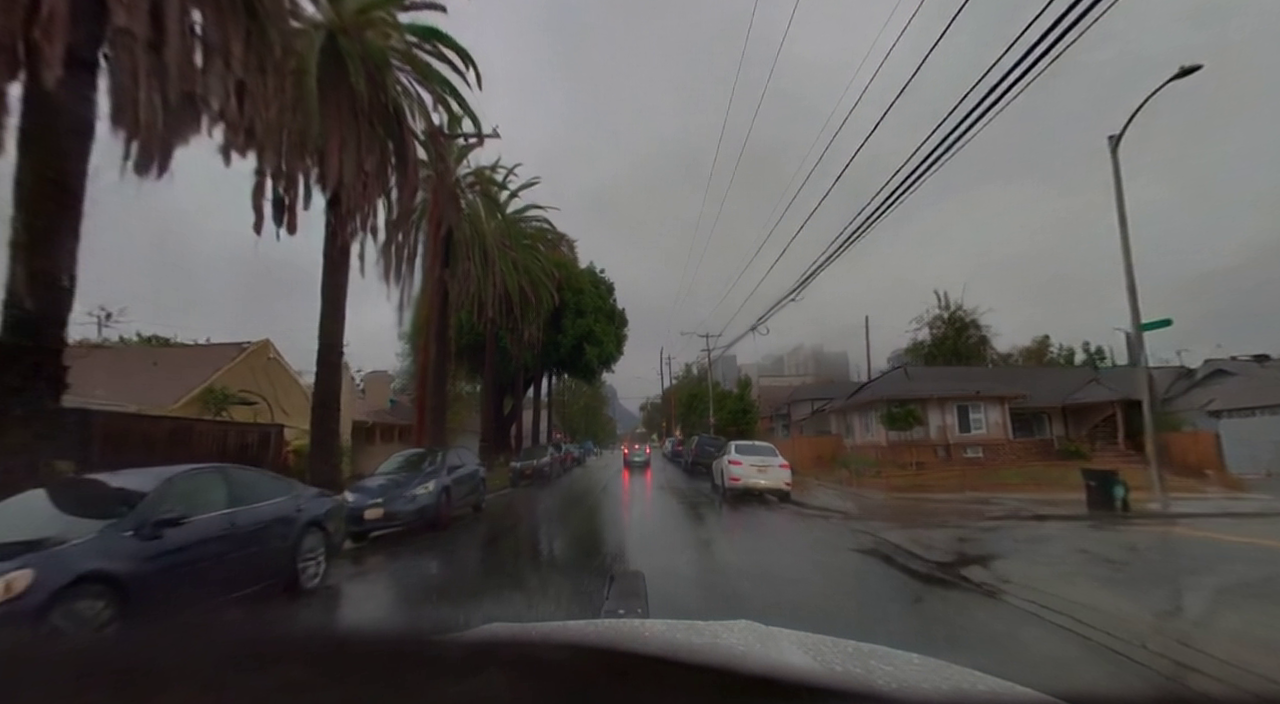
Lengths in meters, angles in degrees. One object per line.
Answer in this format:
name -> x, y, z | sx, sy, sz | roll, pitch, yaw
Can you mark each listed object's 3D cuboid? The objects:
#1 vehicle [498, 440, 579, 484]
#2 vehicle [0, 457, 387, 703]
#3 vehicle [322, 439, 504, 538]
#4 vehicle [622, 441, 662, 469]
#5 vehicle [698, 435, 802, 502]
vehicle -> -3.938, 4.423, 25.656 | 2.130, 1.543, 5.386 | -1, -9, 3
vehicle -> -4.107, 1.608, 5.261 | 1.875, 1.389, 5.094 | -1, -9, 0
vehicle -> -4.185, 2.591, 12.689 | 1.769, 1.551, 5.040 | -1, -9, 0
vehicle -> 0.037, 5.974, 36.862 | 2.081, 1.483, 4.599 | 0, -9, -3
vehicle -> 2.921, 3.251, 17.941 | 2.060, 1.614, 4.652 | 0, -9, -1
